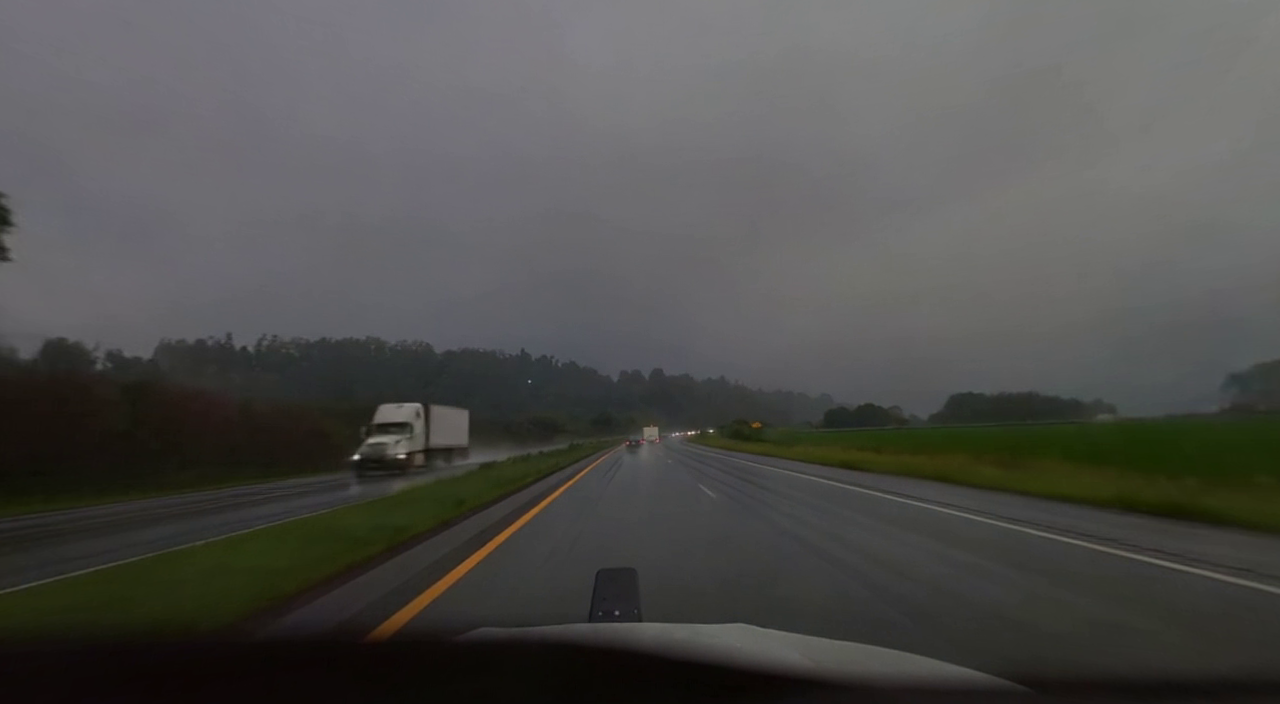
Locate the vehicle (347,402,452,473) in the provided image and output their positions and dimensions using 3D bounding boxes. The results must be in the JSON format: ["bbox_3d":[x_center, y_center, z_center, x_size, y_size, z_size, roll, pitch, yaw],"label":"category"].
[{"bbox_3d":[-12.477,4.527,33.439,2.770,3.343,7.147,0,-8,-1],"label":"vehicle"}]
